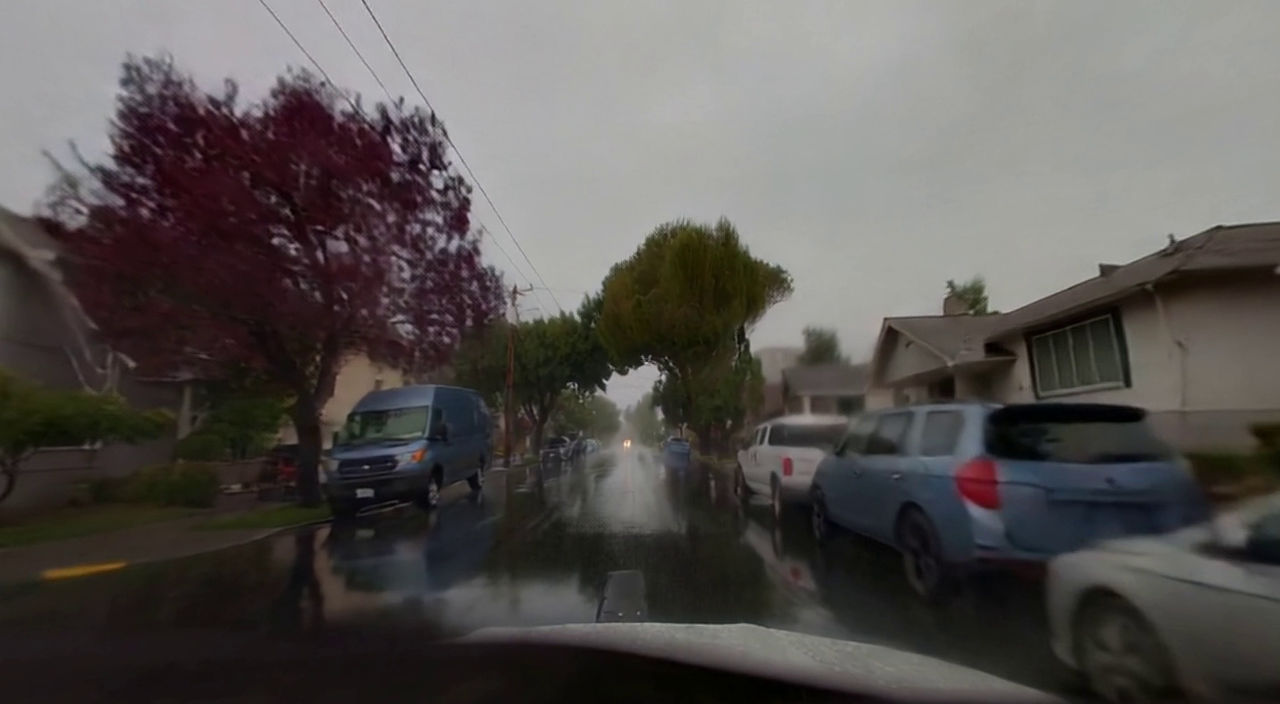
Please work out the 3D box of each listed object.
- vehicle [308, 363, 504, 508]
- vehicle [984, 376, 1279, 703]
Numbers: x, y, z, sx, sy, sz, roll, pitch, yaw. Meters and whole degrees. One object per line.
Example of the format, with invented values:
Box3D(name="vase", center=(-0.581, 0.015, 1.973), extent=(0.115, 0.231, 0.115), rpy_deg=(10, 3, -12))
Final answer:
Box3D(name="vehicle", center=(-6.680, 2.490, 19.597), extent=(3.115, 3.562, 7.695), rpy_deg=(-1, -6, 0))
Box3D(name="vehicle", center=(3.329, 0.865, 1.870), extent=(2.010, 1.661, 4.615), rpy_deg=(0, -9, 0))
